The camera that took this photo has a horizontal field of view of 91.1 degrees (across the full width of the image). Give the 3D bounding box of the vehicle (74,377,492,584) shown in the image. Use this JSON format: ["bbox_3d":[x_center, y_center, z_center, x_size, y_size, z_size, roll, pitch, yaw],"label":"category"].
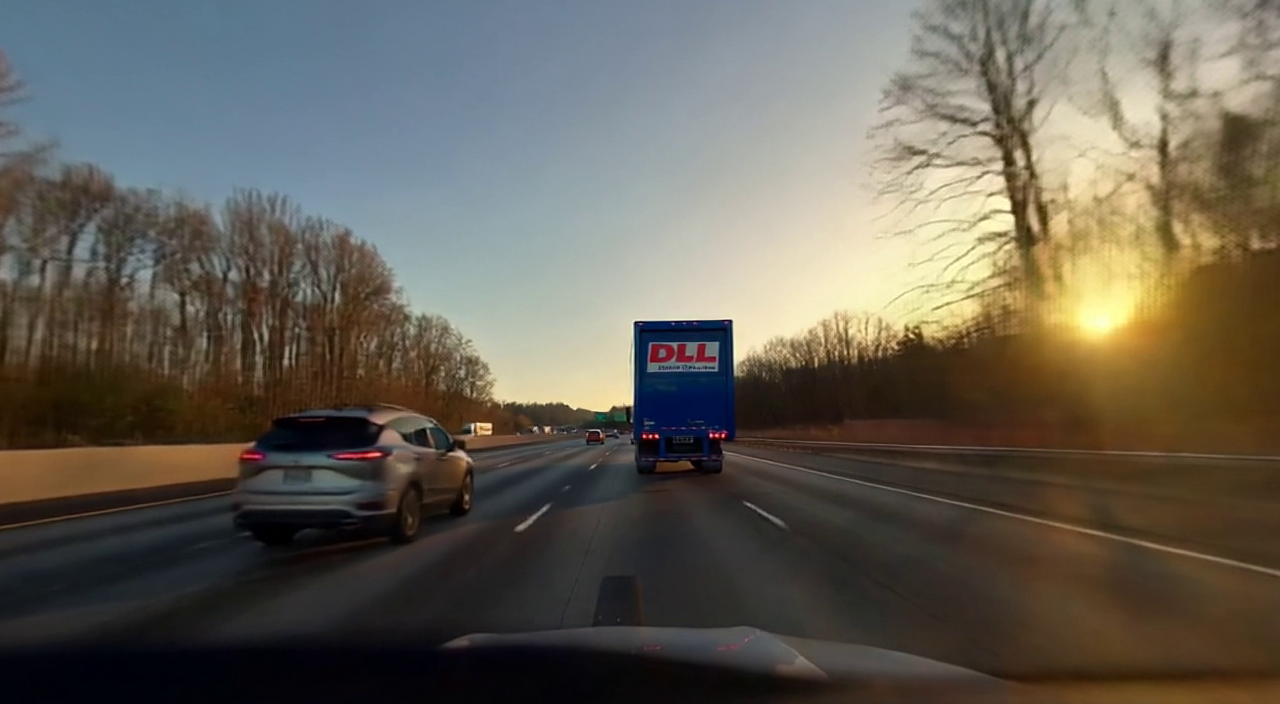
[{"bbox_3d":[-3.706,1.457,8.112,2.394,1.787,5.186,0,-8,-1],"label":"vehicle"}]

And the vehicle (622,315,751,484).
[{"bbox_3d":[1.018,1.745,20.153,3.011,4.211,8.926,0,-8,-3],"label":"vehicle"}]
